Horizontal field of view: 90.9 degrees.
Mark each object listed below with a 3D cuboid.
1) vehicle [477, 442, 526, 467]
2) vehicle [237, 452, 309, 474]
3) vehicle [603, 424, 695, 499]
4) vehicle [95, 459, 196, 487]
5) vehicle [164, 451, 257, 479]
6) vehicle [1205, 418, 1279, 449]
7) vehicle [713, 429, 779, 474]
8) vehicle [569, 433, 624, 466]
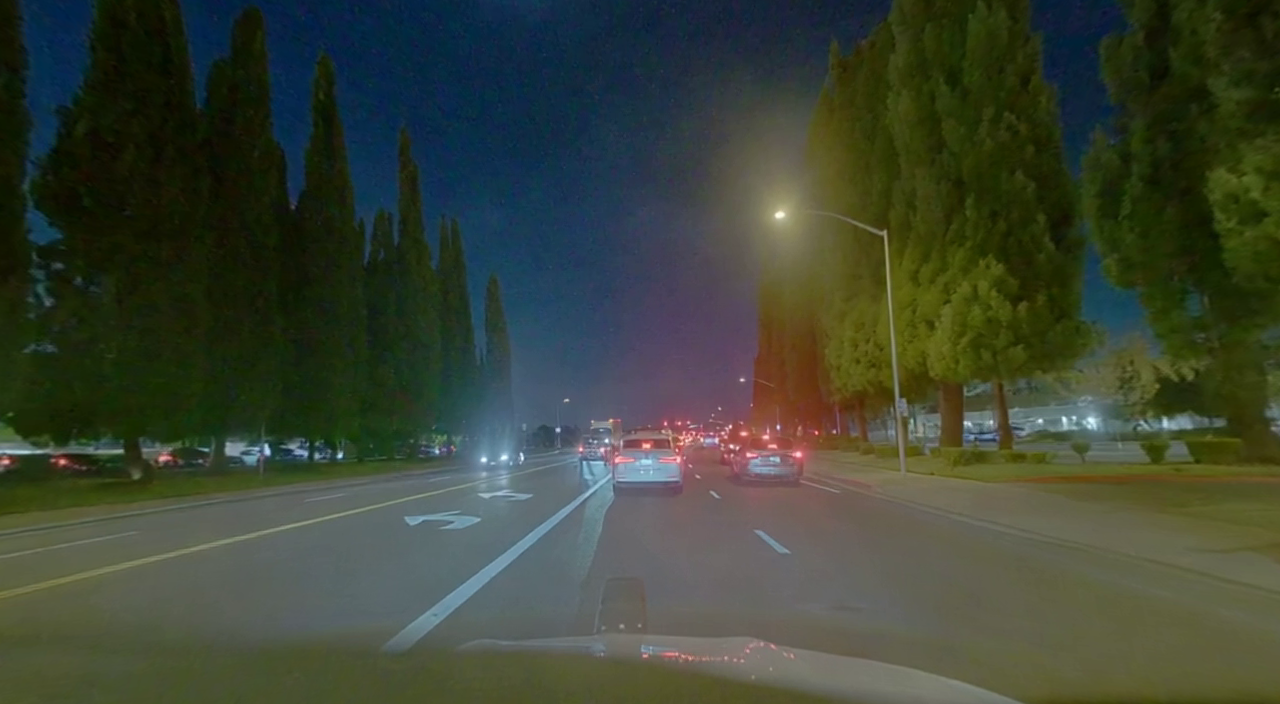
[{"bbox_3d":[-8.901,6.639,41.036,1.909,1.471,4.502,-1,-8,4],"label":"vehicle"},{"bbox_3d":[-26.576,8.010,45.666,4.260,1.498,1.769,-2,-8,10],"label":"vehicle"},{"bbox_3d":[0.216,2.876,16.942,2.154,1.710,4.128,-1,-8,0],"label":"vehicle"},{"bbox_3d":[-27.872,6.803,35.606,4.391,1.442,1.763,-1,-8,5],"label":"vehicle"},{"bbox_3d":[-27.667,7.271,40.699,4.743,1.671,1.842,-1,-8,4],"label":"vehicle"},{"bbox_3d":[38.146,5.040,38.933,4.512,1.785,1.895,-1,-8,1],"label":"vehicle"},{"bbox_3d":[4.607,4.395,28.091,2.155,1.786,4.459,0,-8,1],"label":"vehicle"},{"bbox_3d":[-2.481,5.718,37.243,2.057,1.786,4.725,-2,-8,11],"label":"vehicle"}]
